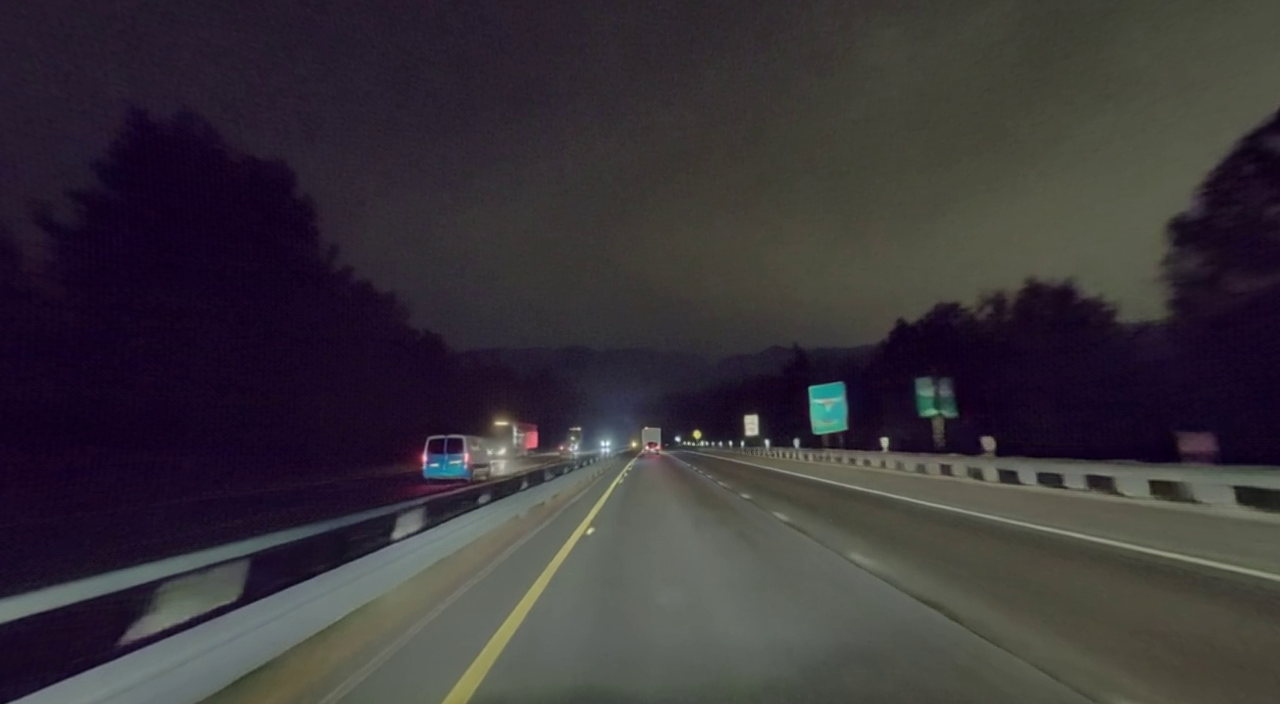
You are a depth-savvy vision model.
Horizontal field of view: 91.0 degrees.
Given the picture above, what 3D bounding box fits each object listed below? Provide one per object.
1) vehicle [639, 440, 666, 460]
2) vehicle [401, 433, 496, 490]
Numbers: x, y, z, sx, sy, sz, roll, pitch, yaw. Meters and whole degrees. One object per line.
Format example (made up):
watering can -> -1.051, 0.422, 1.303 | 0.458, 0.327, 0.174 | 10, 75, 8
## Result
vehicle -> 1.000, 7.777, 49.976 | 2.061, 1.469, 3.782 | 0, -8, 1
vehicle -> -6.992, 4.021, 23.547 | 2.068, 1.897, 4.372 | 0, -8, 1
